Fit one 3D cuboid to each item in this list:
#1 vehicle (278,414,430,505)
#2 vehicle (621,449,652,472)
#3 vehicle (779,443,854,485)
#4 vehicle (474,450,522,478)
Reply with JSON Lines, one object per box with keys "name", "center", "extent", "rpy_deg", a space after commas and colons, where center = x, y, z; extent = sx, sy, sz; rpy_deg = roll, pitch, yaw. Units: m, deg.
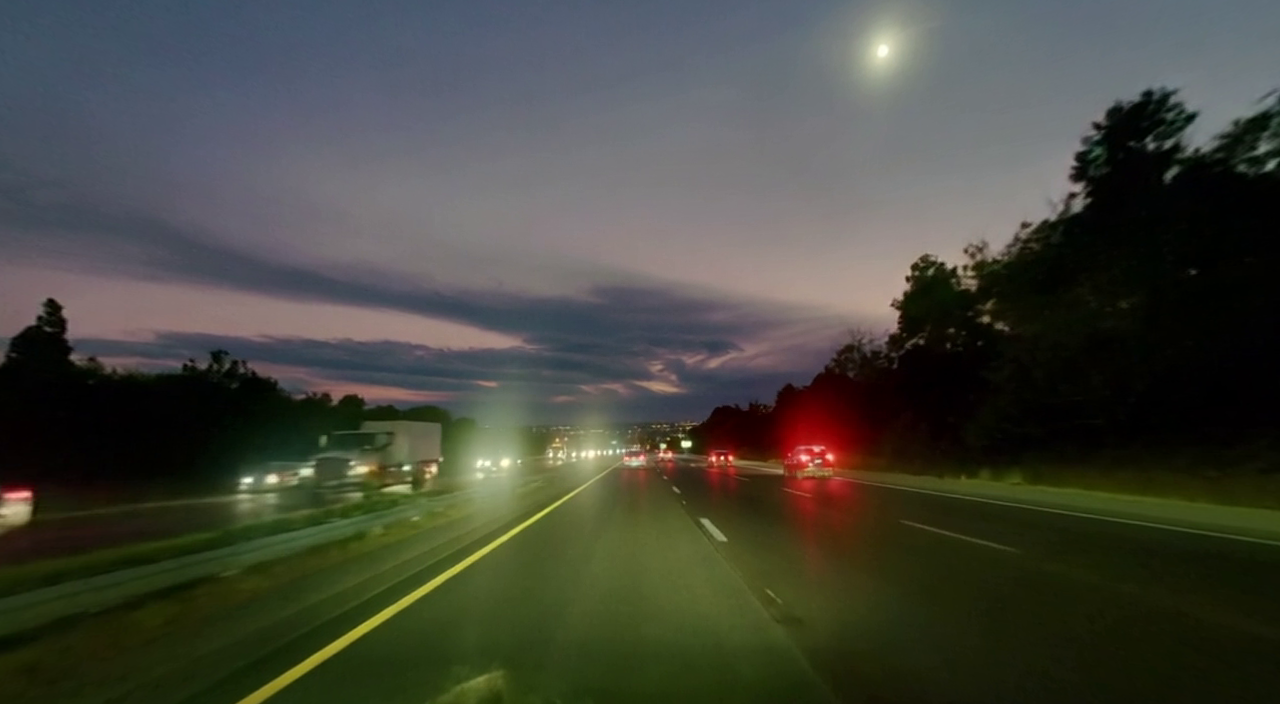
{"name": "vehicle", "center": [-8.872, 3.415, 20.347], "extent": [2.207, 2.457, 5.719], "rpy_deg": [0, -9, 0]}
{"name": "vehicle", "center": [-0.255, 7.376, 43.042], "extent": [2.021, 1.507, 4.272], "rpy_deg": [0, -9, 0]}
{"name": "vehicle", "center": [7.221, 4.620, 26.249], "extent": [1.903, 1.566, 3.866], "rpy_deg": [0, -9, -1]}
{"name": "vehicle", "center": [-8.826, 6.980, 39.672], "extent": [1.997, 1.658, 4.291], "rpy_deg": [0, -9, 0]}
